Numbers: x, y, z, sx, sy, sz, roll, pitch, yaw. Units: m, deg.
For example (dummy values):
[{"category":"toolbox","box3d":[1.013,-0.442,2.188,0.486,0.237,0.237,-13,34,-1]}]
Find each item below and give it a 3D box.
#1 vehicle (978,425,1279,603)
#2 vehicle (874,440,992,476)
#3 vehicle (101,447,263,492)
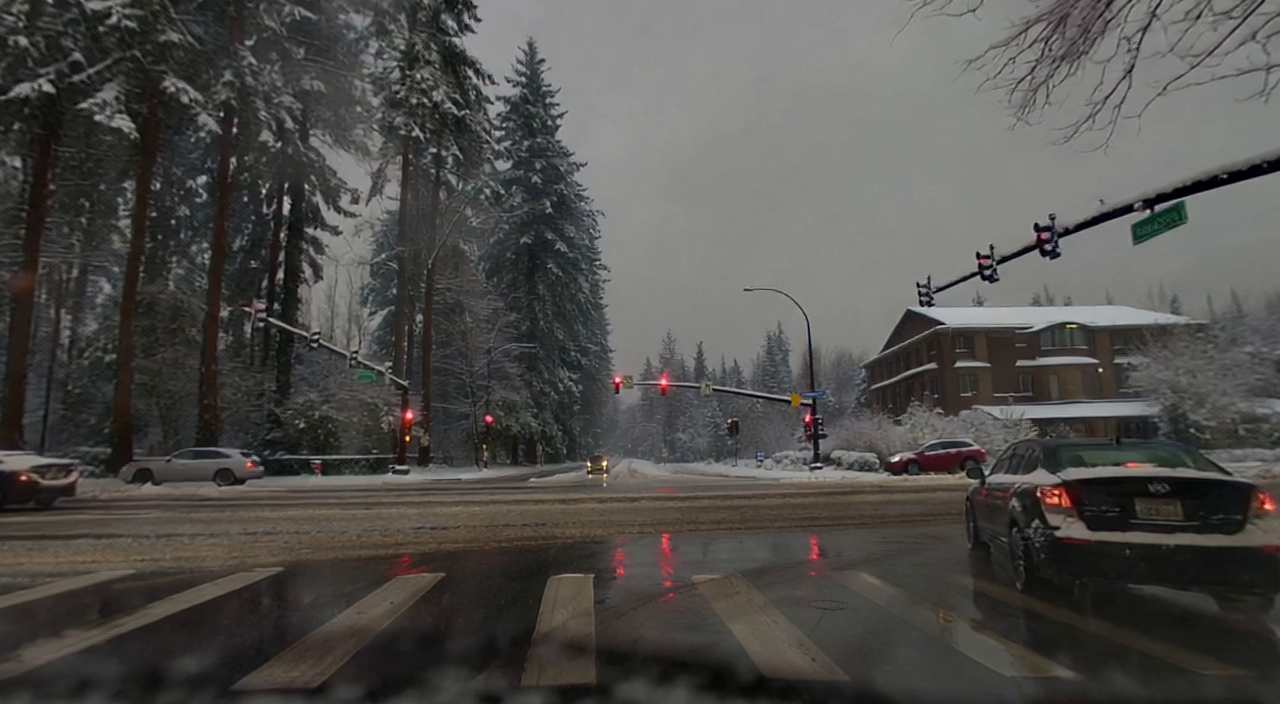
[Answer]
[{"category":"vehicle","box3d":[5.680,1.780,8.033,2.189,1.536,4.492,-4,-9,26]},{"category":"vehicle","box3d":[16.183,5.873,35.148,5.220,1.897,2.596,0,-8,0]},{"category":"vehicle","box3d":[-19.161,4.949,26.648,4.798,1.763,2.536,0,-10,0]}]
